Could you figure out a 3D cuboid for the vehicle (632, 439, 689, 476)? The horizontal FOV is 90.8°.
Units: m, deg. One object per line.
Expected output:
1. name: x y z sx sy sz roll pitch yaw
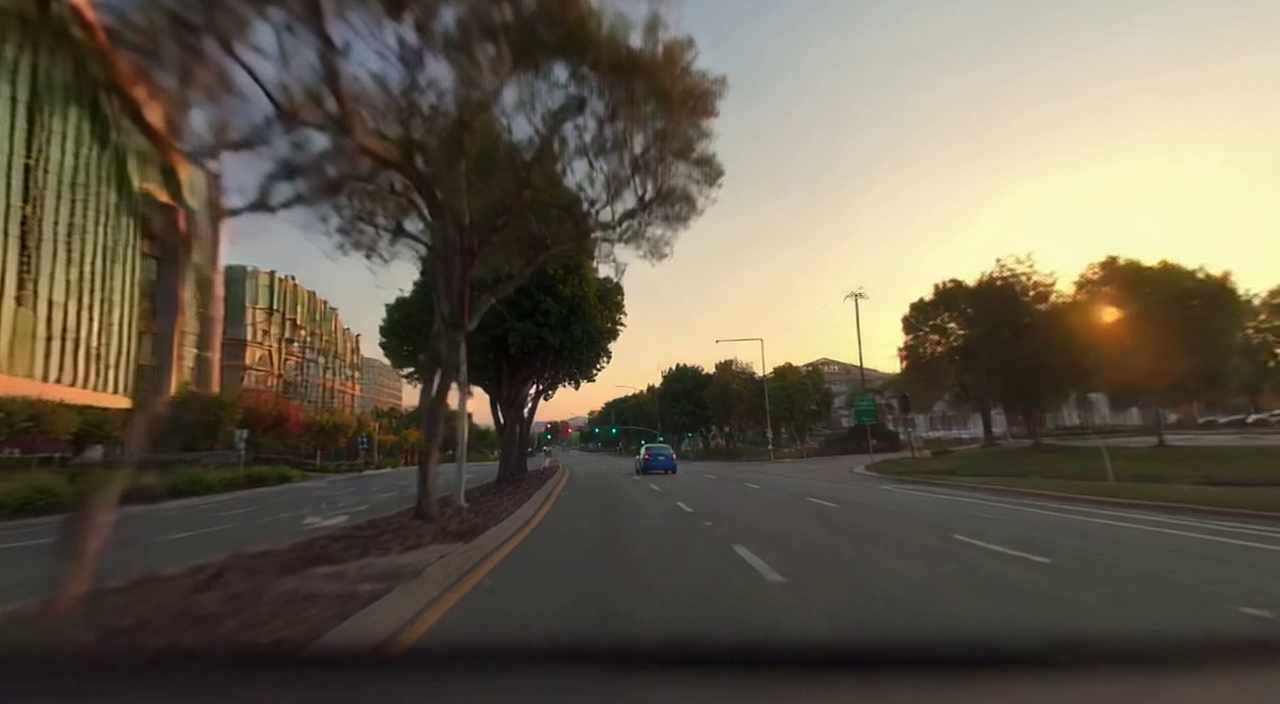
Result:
1. vehicle: 0.881 5.104 30.764 2.165 1.633 4.381 0 -8 -6
